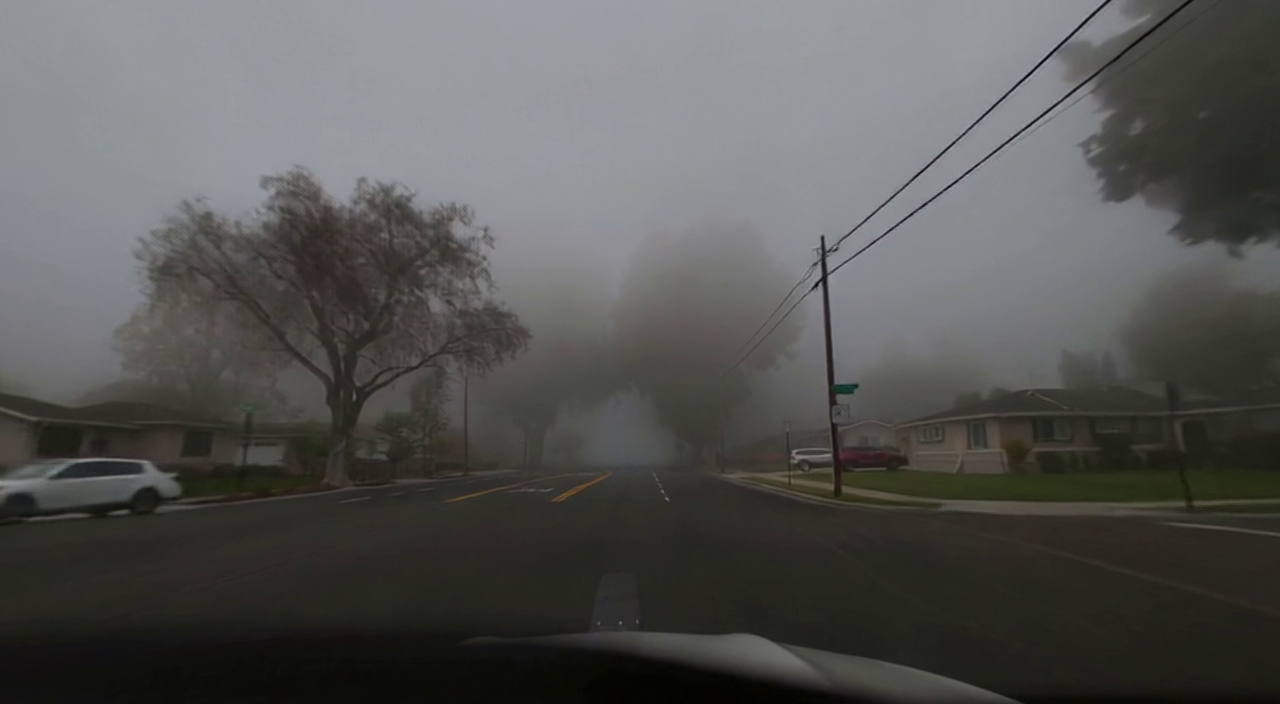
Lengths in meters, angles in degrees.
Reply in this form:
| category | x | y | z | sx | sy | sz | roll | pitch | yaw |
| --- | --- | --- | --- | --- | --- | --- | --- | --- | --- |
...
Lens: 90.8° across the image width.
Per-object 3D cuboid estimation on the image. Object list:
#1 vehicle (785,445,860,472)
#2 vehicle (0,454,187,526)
| category | x | y | z | sx | sy | sz | roll | pitch | yaw |
| --- | --- | --- | --- | --- | --- | --- | --- | --- | --- |
| vehicle | 13.135 | 7.700 | 45.797 | 4.912 | 1.895 | 2.047 | -1 | -9 | 7 |
| vehicle | -14.792 | 3.431 | 16.118 | 2.064 | 1.596 | 4.716 | -6 | -11 | 33 |
